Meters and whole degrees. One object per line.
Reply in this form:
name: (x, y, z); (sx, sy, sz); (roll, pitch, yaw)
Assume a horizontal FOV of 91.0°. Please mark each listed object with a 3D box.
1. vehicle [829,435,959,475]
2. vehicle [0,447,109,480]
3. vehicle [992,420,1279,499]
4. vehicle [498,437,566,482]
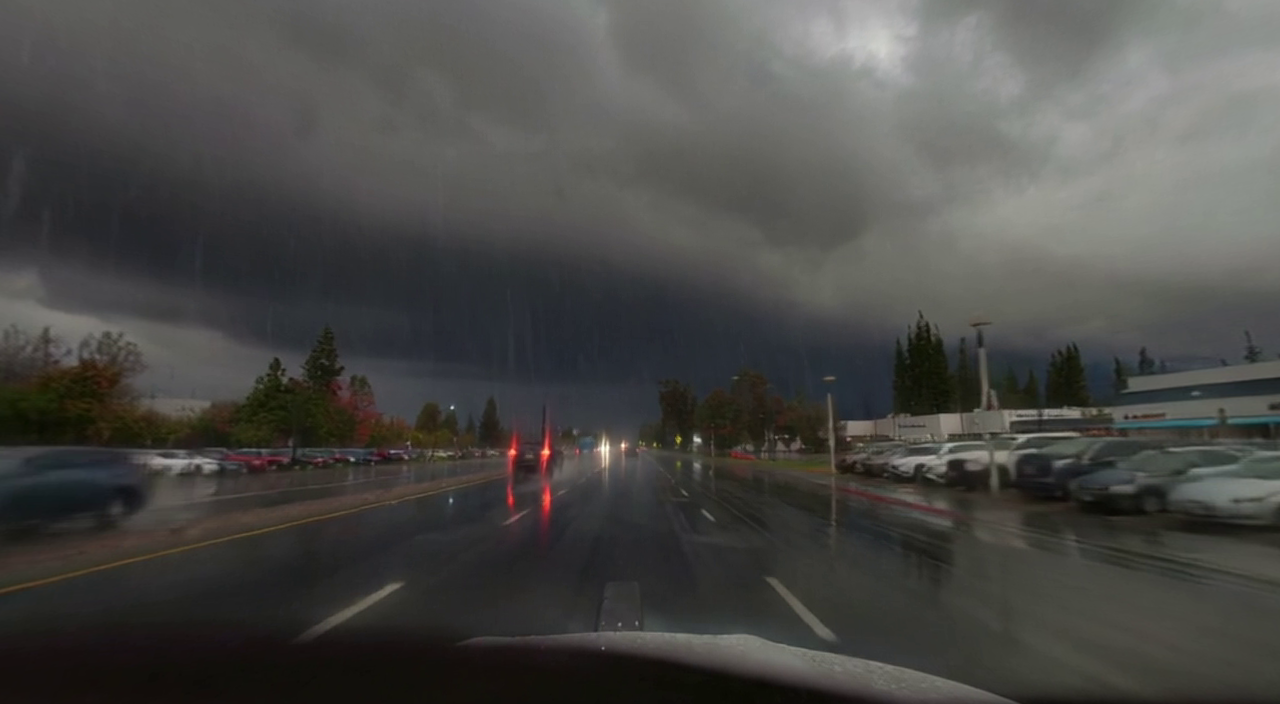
vehicle: (12.551, 5.141, 31.320); (5.500, 1.749, 2.057); (-1, -9, -3)
vehicle: (-33.627, 6.254, 35.461); (5.439, 1.744, 2.107); (0, -9, -1)
vehicle: (12.455, 2.722, 16.206); (5.426, 1.811, 2.193); (-2, -9, 15)
vehicle: (-4.379, 4.445, 26.273); (2.109, 1.672, 4.256); (0, -9, 0)
